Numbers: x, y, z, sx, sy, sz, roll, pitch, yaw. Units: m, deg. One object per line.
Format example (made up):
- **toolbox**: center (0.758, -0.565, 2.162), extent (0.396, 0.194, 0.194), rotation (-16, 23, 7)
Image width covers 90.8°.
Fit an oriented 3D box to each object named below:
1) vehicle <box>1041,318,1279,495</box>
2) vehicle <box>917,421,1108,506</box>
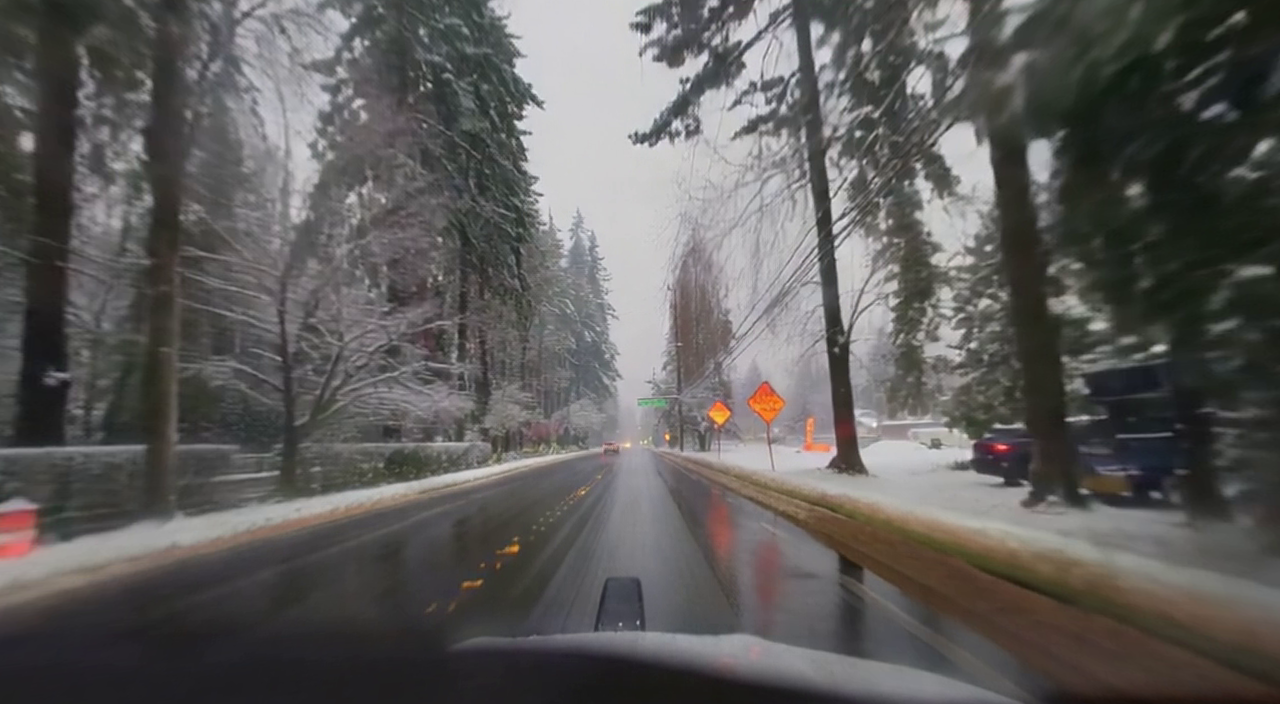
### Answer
- **vehicle**: center (14.741, 1.569, 16.172), extent (2.889, 3.610, 9.347), rotation (-1, -8, 1)
- **vehicle**: center (8.417, 2.514, 14.805), extent (1.891, 1.548, 4.121), rotation (-5, -8, 0)
